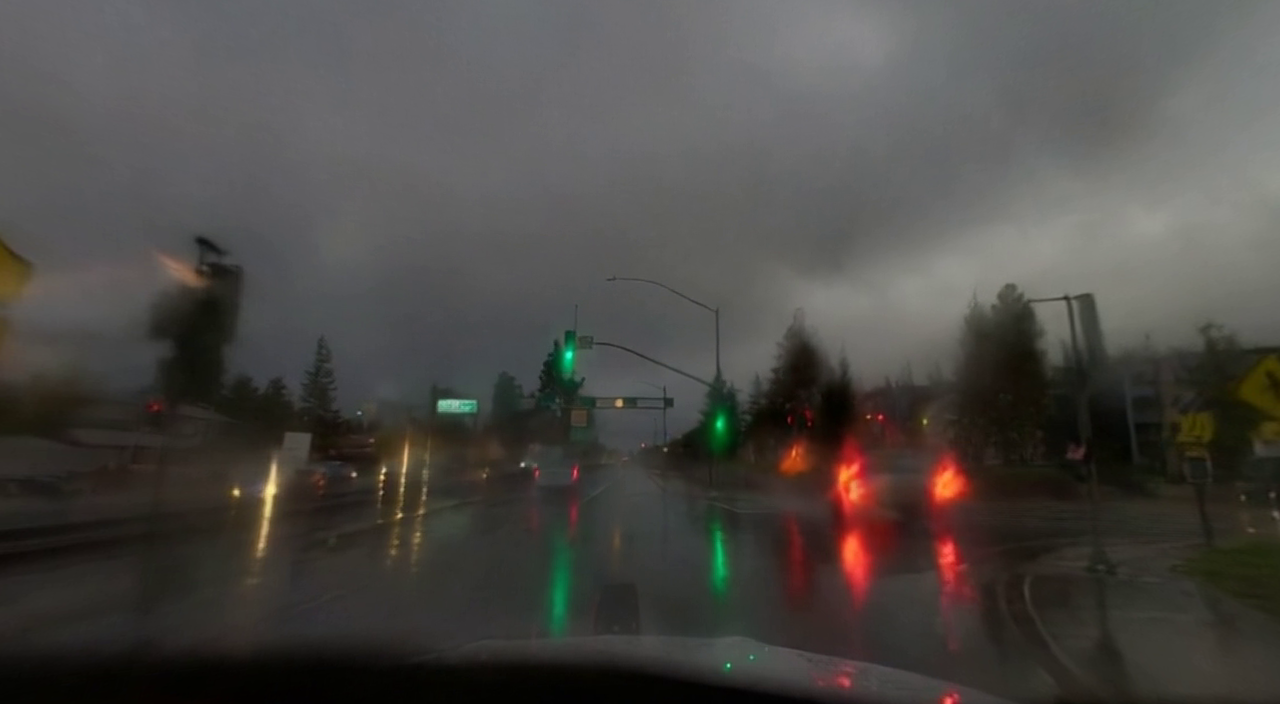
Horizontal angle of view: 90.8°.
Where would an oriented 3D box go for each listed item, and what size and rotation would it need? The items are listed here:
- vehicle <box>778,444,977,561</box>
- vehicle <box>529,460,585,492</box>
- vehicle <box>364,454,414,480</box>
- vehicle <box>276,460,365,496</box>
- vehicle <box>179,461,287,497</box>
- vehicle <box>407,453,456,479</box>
[{"bbox_3d":[5.238,3.014,13.437,2.404,1.926,5.251,-7,-12,37],"label":"vehicle"},{"bbox_3d":[-4.061,6.190,31.875,2.004,1.482,4.799,0,-10,2],"label":"vehicle"},{"bbox_3d":[-19.486,8.912,49.229,1.972,1.898,4.620,0,-10,-1],"label":"vehicle"},{"bbox_3d":[-14.314,5.661,28.642,1.864,1.456,4.409,1,-10,-2],"label":"vehicle"},{"bbox_3d":[-18.099,5.646,28.406,1.908,1.482,4.621,1,-10,-2],"label":"vehicle"},{"bbox_3d":[-15.286,8.390,46.548,2.013,1.787,4.823,0,-10,-1],"label":"vehicle"}]
